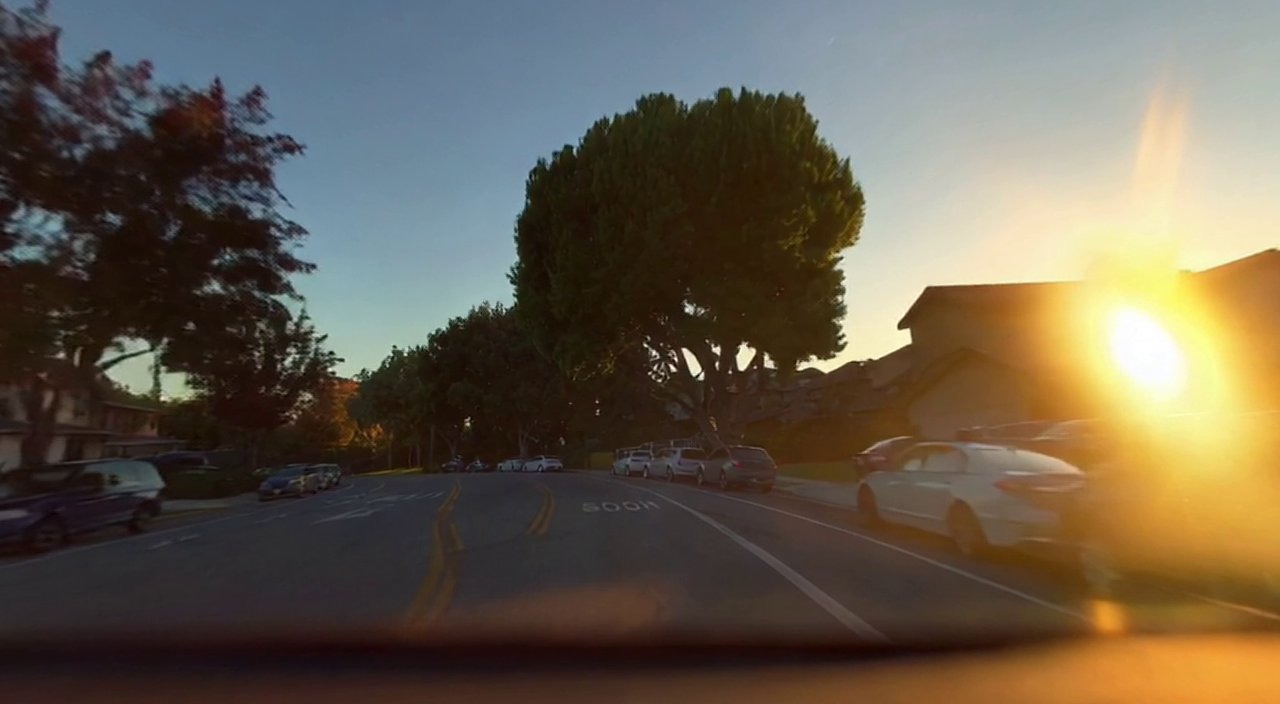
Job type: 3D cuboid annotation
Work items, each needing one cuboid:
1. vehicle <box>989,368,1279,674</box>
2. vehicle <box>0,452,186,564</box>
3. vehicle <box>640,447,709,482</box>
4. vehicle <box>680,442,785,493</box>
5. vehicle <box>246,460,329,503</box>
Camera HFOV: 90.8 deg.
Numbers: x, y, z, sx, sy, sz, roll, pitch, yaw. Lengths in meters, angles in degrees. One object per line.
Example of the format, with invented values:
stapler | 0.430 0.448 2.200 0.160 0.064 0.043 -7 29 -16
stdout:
vehicle | 4.822 1.062 4.196 2.184 1.770 4.651 0 -9 -2
vehicle | -11.818 2.950 12.705 2.107 1.810 4.708 0 -9 -5
vehicle | 1.516 5.191 29.457 1.844 1.485 4.193 3 -9 -17
vehicle | 3.167 4.096 22.814 2.367 1.614 4.463 2 -9 -11
vehicle | -14.430 5.288 26.164 1.943 1.476 4.714 2 -9 -16
